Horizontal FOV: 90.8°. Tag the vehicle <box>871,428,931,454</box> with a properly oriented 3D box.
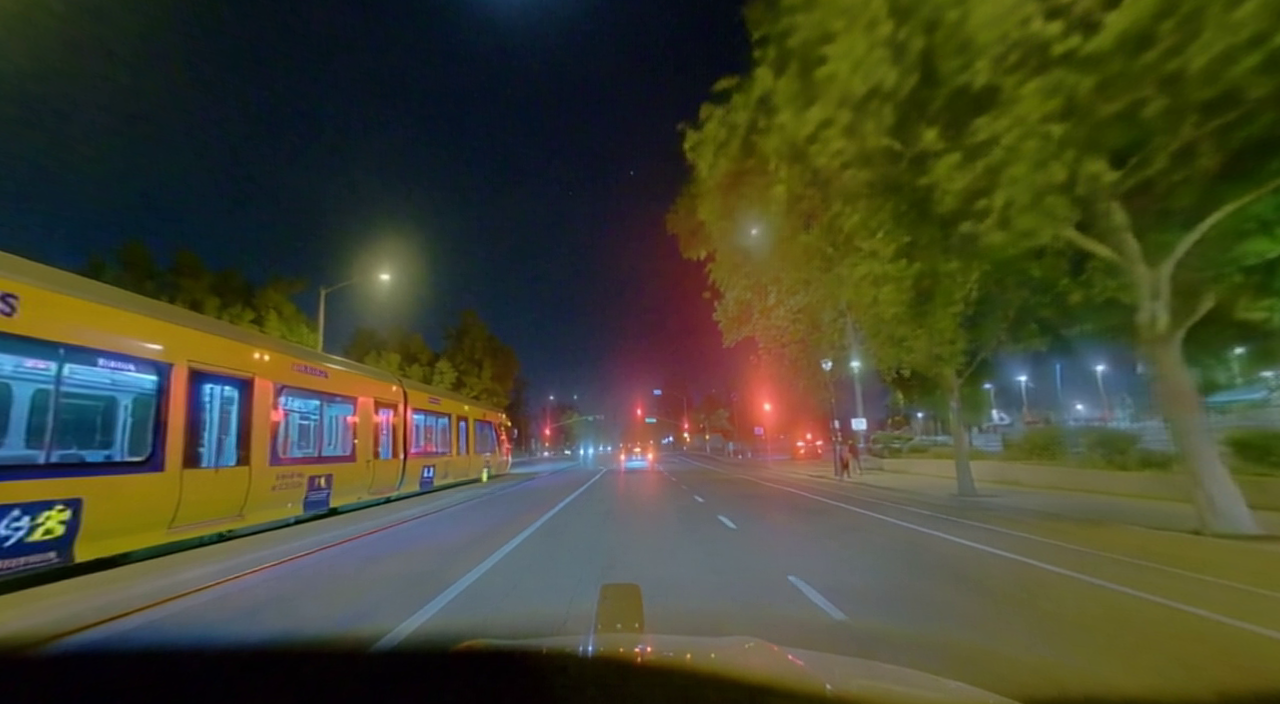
[{"bbox_3d":[19.321,6.673,47.146,2.159,1.817,5.675,0,-9,1],"label":"vehicle"}]

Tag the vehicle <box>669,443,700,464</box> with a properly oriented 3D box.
[{"bbox_3d":[3.199,7.368,46.079,1.944,1.447,4.392,0,-8,0],"label":"vehicle"}]

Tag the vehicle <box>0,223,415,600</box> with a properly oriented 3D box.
[{"bbox_3d":[-7.794,1.157,10.944,2.897,3.700,13.528,0,-7,0],"label":"vehicle"}]

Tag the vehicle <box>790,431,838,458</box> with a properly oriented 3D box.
[{"bbox_3d":[13.110,7.033,47.948,2.145,1.911,5.581,0,-9,1],"label":"vehicle"}]

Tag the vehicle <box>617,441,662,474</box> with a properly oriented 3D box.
[{"bbox_3d":[-0.034,5.074,30.675,2.002,1.471,4.337,0,-8,0],"label":"vehicle"}]
